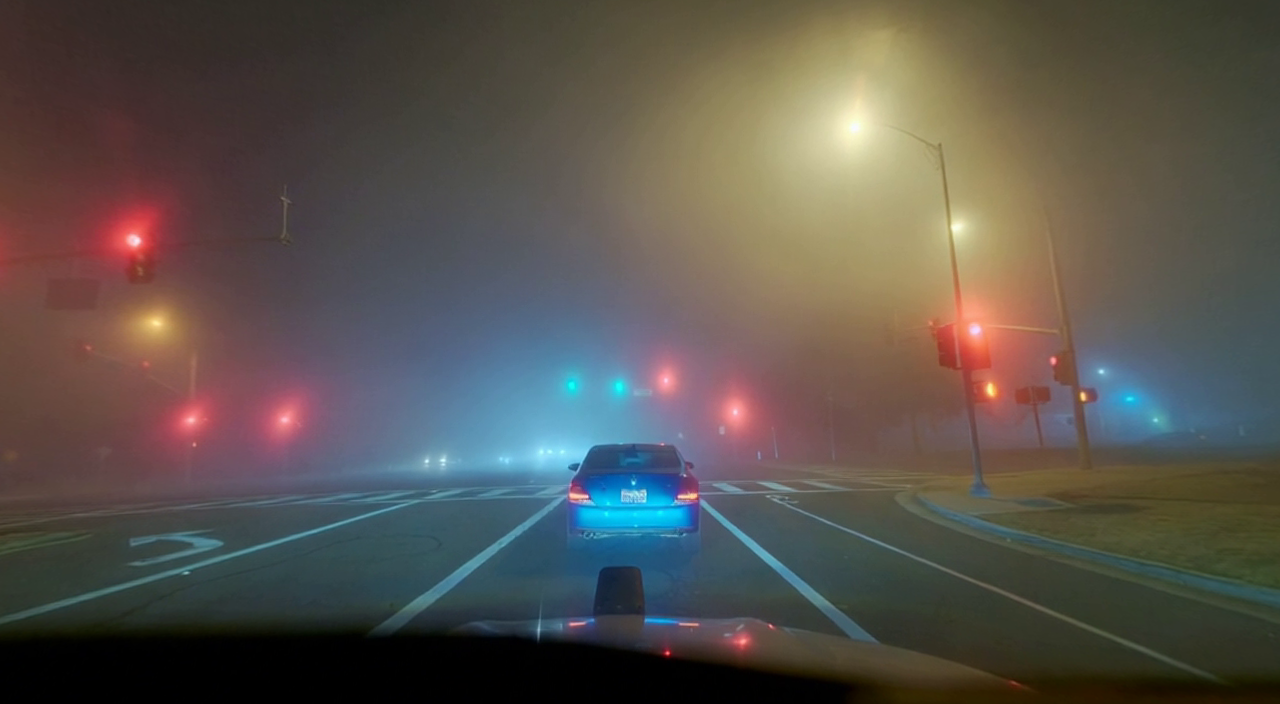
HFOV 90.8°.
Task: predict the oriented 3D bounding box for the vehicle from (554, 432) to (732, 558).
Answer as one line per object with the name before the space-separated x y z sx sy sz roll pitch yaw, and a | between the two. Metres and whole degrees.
vehicle | 0.006 1.995 9.518 2.107 1.470 3.974 0 -9 -1
